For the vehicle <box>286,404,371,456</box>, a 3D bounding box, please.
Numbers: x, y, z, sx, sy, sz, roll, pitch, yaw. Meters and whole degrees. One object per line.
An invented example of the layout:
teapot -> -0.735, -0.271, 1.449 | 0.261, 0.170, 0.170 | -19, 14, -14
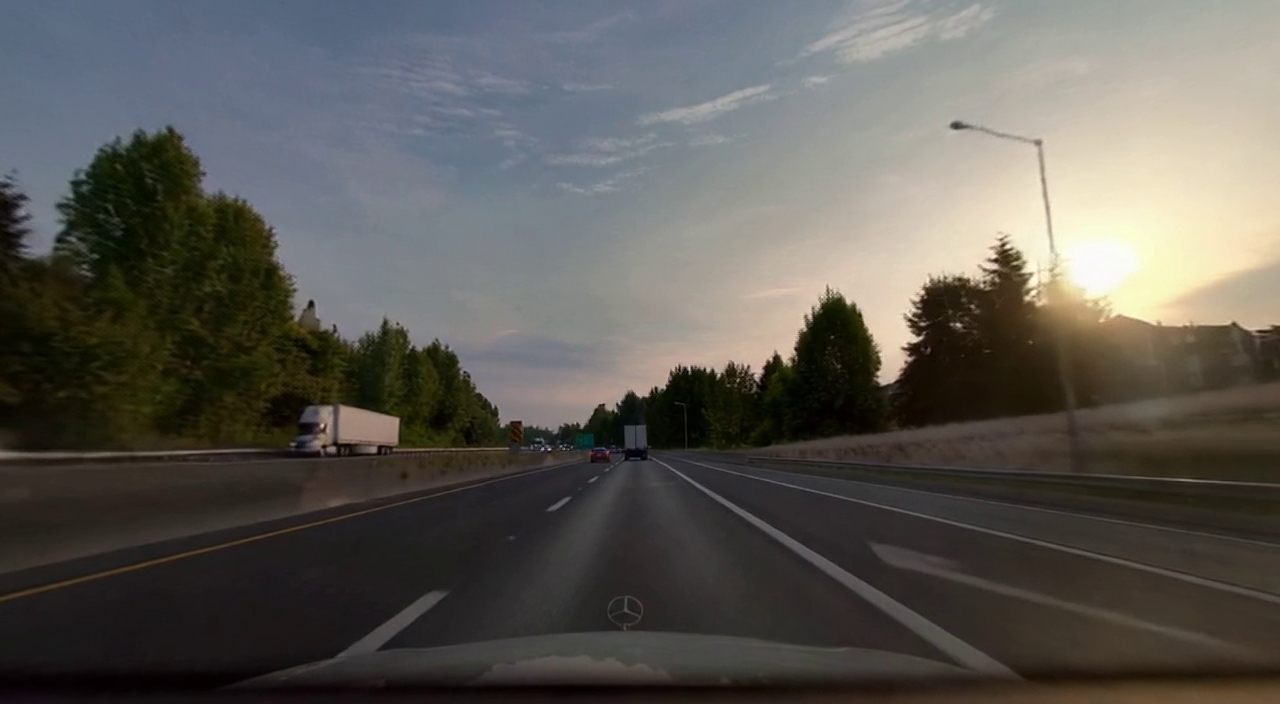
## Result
vehicle -> -24.155, 6.233, 49.353 | 2.766, 3.715, 7.293 | 0, -9, 0
